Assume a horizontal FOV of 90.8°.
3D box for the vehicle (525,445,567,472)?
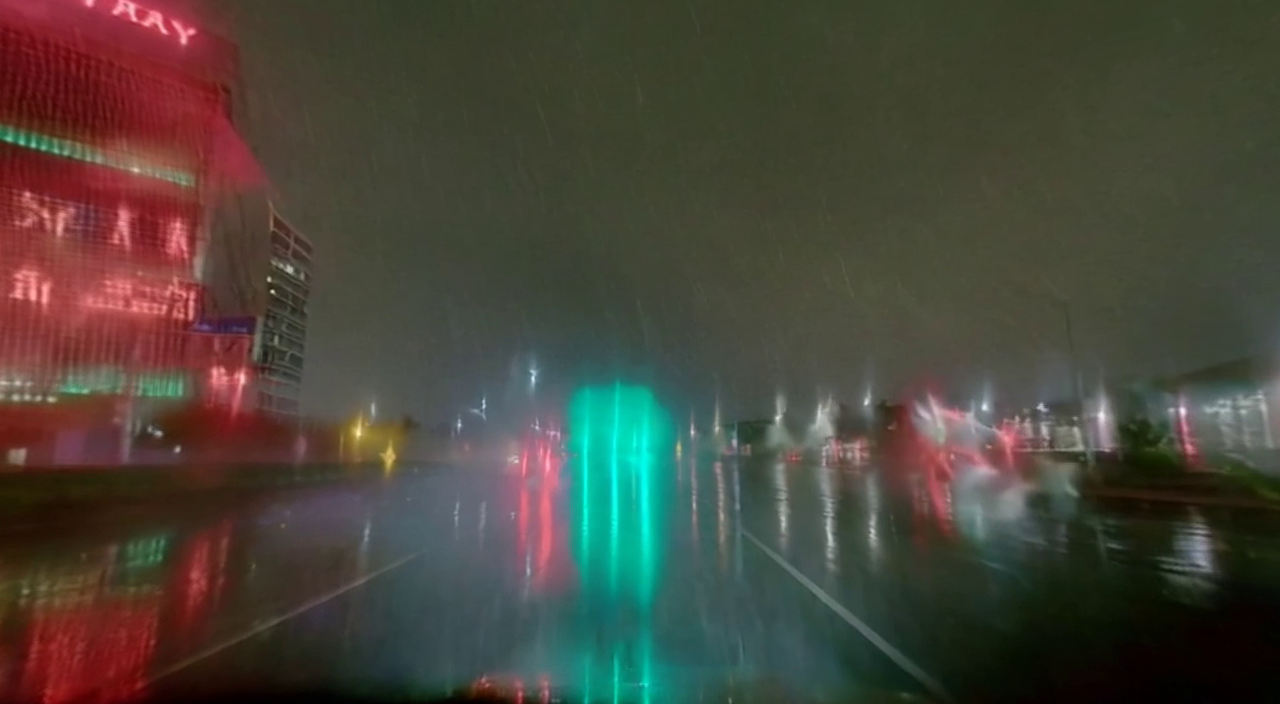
[{"bbox_3d":[-5.704,6.514,38.718,1.943,1.510,4.201,0,-9,-1],"label":"vehicle"}]
